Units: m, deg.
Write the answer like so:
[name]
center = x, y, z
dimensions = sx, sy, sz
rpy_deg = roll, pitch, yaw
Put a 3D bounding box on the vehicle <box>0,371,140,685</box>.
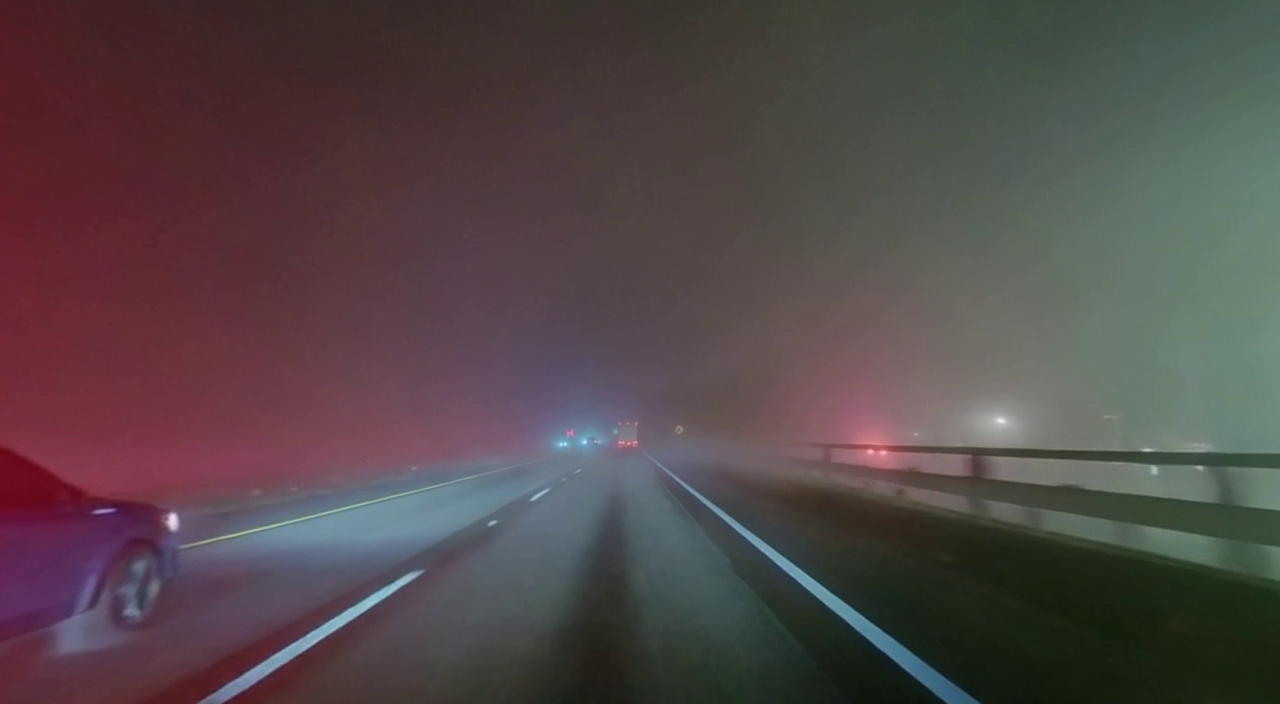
[vehicle]
center = -4.448, 0.735, 1.865
dimensions = 2.123, 1.655, 4.688
rpy_deg = 0, -8, -1
